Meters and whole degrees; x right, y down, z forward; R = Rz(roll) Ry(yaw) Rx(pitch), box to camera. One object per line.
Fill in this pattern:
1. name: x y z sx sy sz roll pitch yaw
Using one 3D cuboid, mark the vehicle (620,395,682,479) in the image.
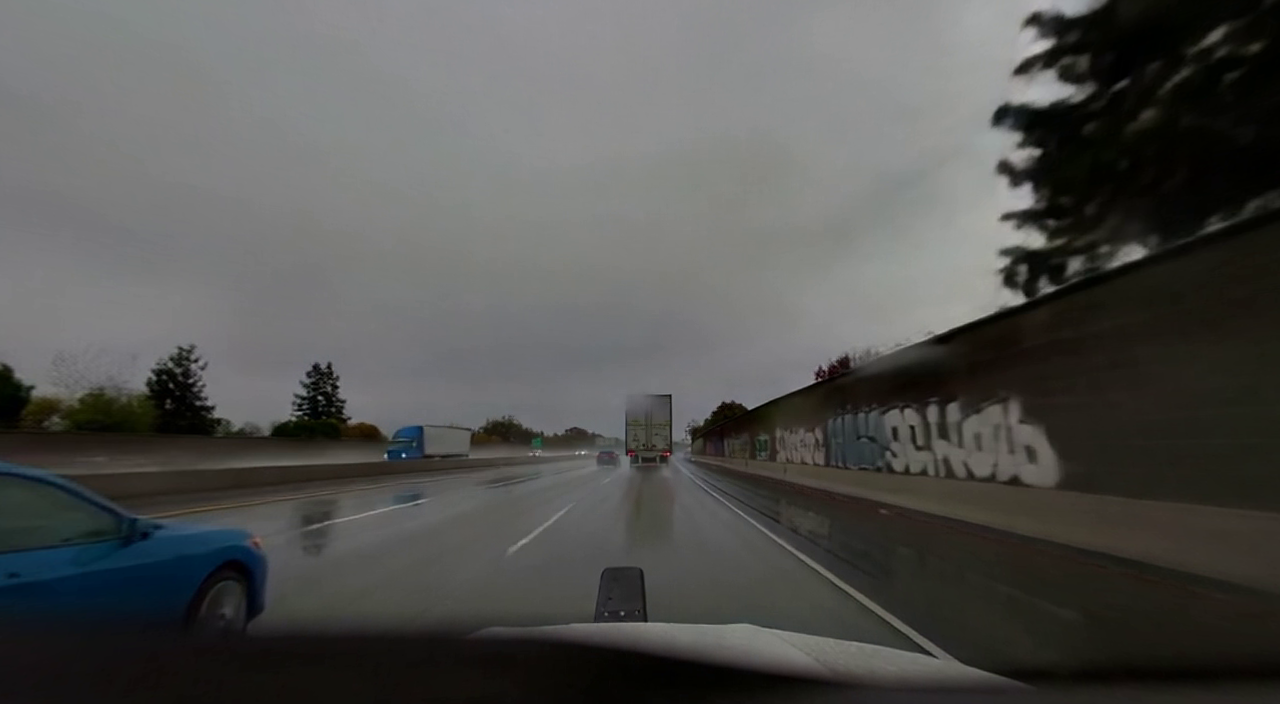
1. vehicle: 0.537 4.989 36.146 2.997 4.069 10.871 0 -9 0
